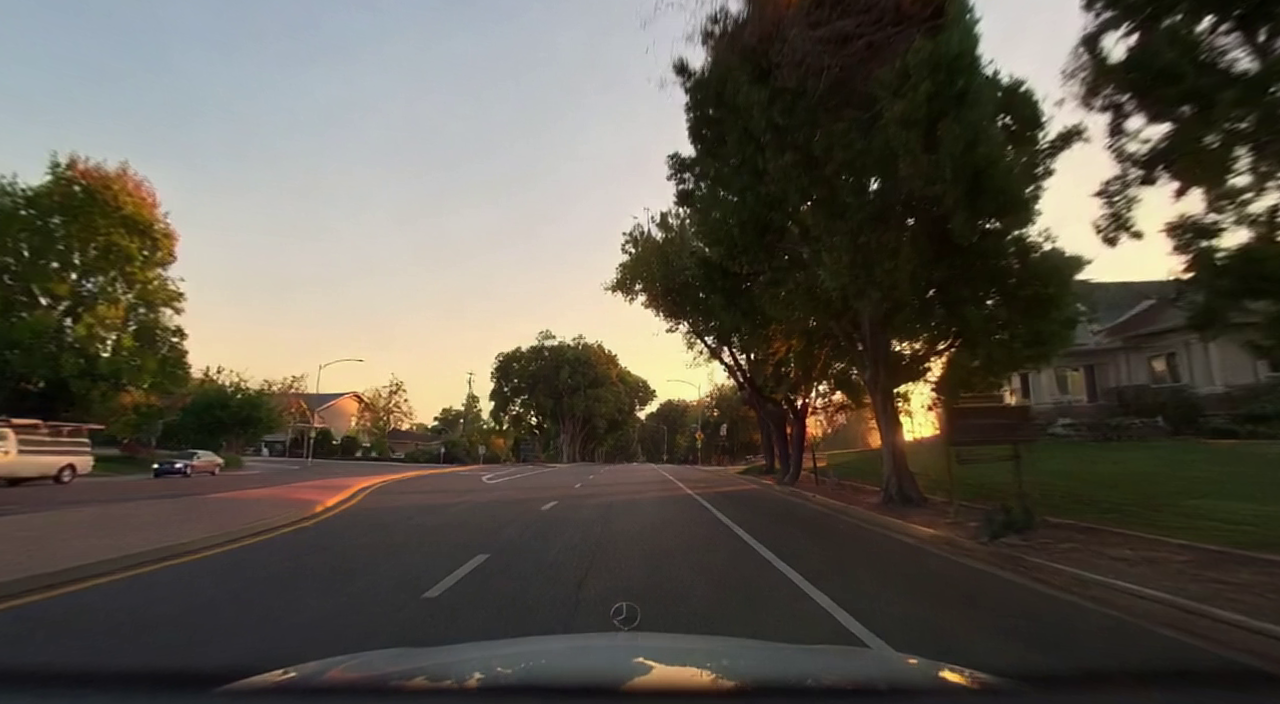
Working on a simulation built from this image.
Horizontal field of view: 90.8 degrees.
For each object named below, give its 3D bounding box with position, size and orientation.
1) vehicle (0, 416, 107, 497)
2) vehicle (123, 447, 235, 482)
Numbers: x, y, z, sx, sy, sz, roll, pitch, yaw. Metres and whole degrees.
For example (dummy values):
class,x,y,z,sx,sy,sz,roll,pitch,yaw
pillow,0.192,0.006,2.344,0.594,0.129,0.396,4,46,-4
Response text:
class,x,y,z,sx,sy,sz,roll,pitch,yaw
vehicle,-22.183,3.628,21.548,2.314,2.597,6.819,-3,-10,-3
vehicle,-22.721,5.512,31.446,2.049,1.578,4.787,0,-9,-2
